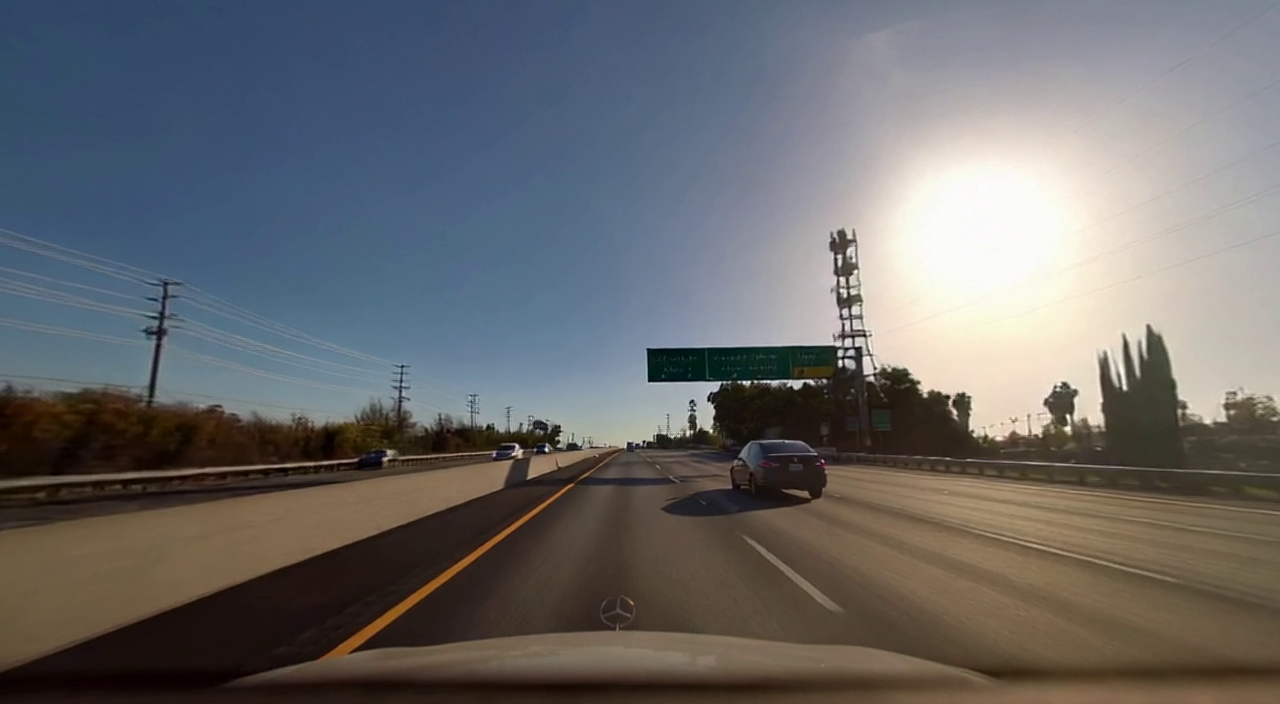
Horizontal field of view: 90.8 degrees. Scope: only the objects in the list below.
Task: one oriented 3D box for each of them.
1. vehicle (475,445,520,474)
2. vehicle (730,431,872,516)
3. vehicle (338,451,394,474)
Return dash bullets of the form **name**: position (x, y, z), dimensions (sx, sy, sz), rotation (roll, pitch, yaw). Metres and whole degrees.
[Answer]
- **vehicle**: position (-8.295, 6.259, 37.127), dimensions (1.766, 1.536, 3.855), rotation (0, -8, -1)
- **vehicle**: position (3.361, 2.623, 14.136), dimensions (2.018, 1.600, 4.121), rotation (0, -9, -1)
- **vehicle**: position (-18.690, 7.526, 43.341), dimensions (1.853, 1.450, 4.514), rotation (0, -9, 0)
